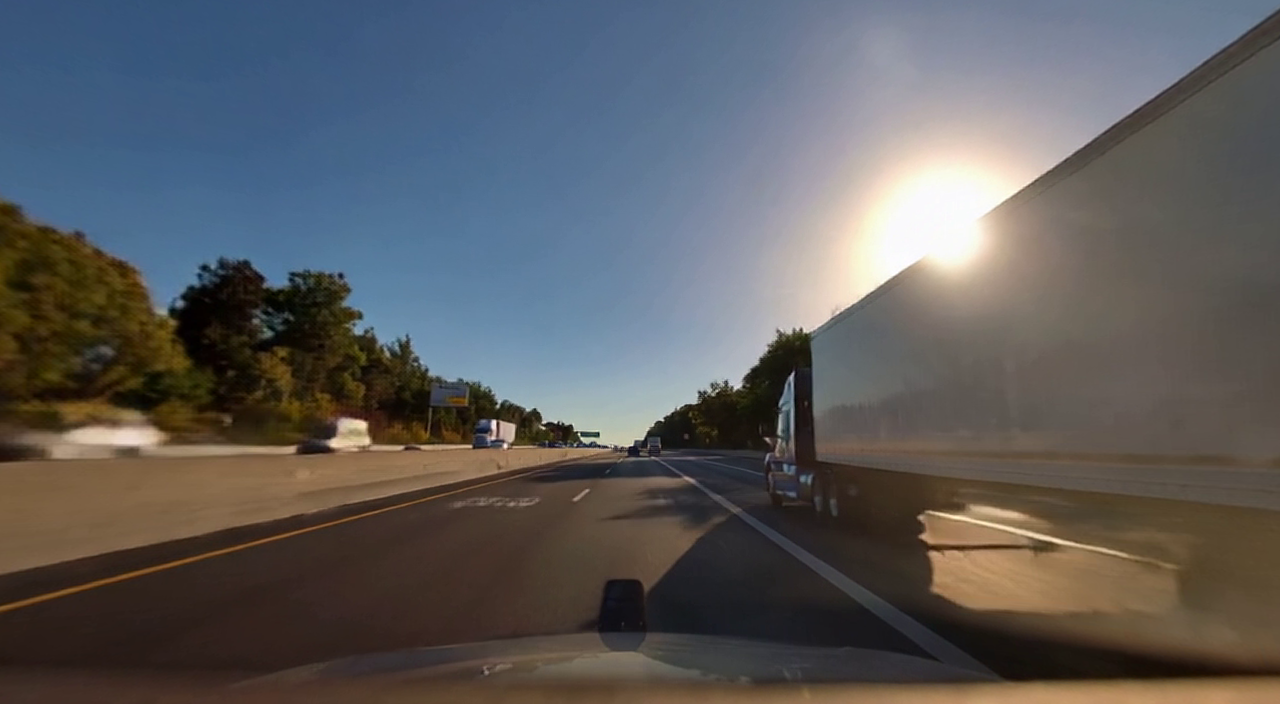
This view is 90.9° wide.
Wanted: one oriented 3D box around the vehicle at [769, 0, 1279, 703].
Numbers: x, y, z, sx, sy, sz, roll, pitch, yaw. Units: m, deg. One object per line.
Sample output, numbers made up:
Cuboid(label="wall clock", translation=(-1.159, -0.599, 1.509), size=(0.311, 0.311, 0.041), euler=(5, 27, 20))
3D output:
Cuboid(label="vehicle", translation=(4.337, -0.022, 5.840), size=(3.323, 4.262, 14.056), euler=(0, -9, 0))

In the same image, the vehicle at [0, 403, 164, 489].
Cuboid(label="vehicle", translation=(-12.247, 1.898, 12.696), size=(1.940, 1.489, 4.258), euler=(0, -9, 0))

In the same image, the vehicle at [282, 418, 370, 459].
Cuboid(label="vehicle", translation=(-16.230, 4.554, 32.909), size=(2.109, 1.940, 4.817), euler=(0, -9, 0))
